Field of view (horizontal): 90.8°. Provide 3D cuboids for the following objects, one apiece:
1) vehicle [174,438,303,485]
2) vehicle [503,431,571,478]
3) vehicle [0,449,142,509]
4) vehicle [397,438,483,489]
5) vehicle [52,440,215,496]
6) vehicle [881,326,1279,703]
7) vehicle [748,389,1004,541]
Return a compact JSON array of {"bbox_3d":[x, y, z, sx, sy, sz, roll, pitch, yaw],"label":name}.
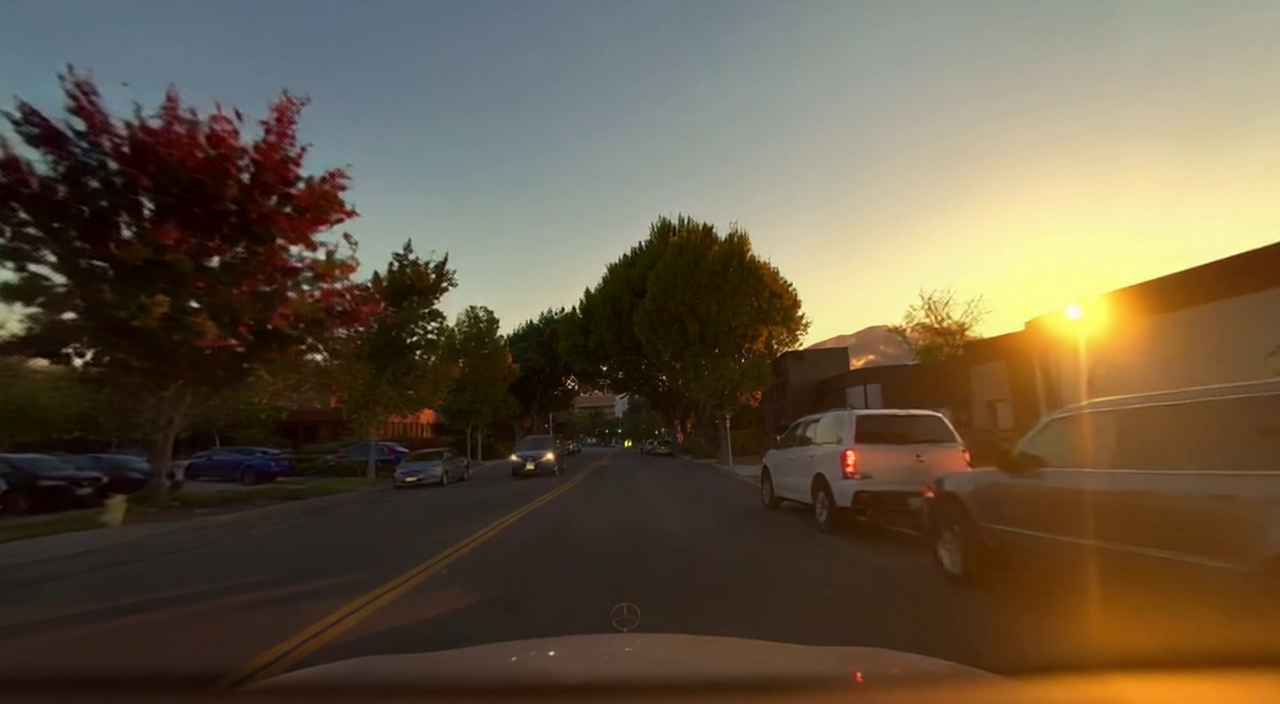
[{"bbox_3d":[-15.898,4.302,25.031,4.696,1.681,1.905,-4,-9,24],"label":"vehicle"},{"bbox_3d":[-4.150,4.223,26.238,2.088,1.772,4.375,0,-8,0],"label":"vehicle"},{"bbox_3d":[-15.902,3.314,16.900,4.400,1.399,2.047,-4,-9,22],"label":"vehicle"},{"bbox_3d":[-7.449,4.164,23.942,1.928,1.537,4.439,-5,-8,-3],"label":"vehicle"},{"bbox_3d":[-15.926,3.597,19.869,4.394,1.577,2.006,-4,-9,22],"label":"vehicle"},{"bbox_3d":[3.837,1.000,4.300,2.094,1.789,5.286,0,-8,-3],"label":"vehicle"},{"bbox_3d":[3.614,1.883,11.093,2.393,2.012,5.060,0,-8,-2],"label":"vehicle"}]
